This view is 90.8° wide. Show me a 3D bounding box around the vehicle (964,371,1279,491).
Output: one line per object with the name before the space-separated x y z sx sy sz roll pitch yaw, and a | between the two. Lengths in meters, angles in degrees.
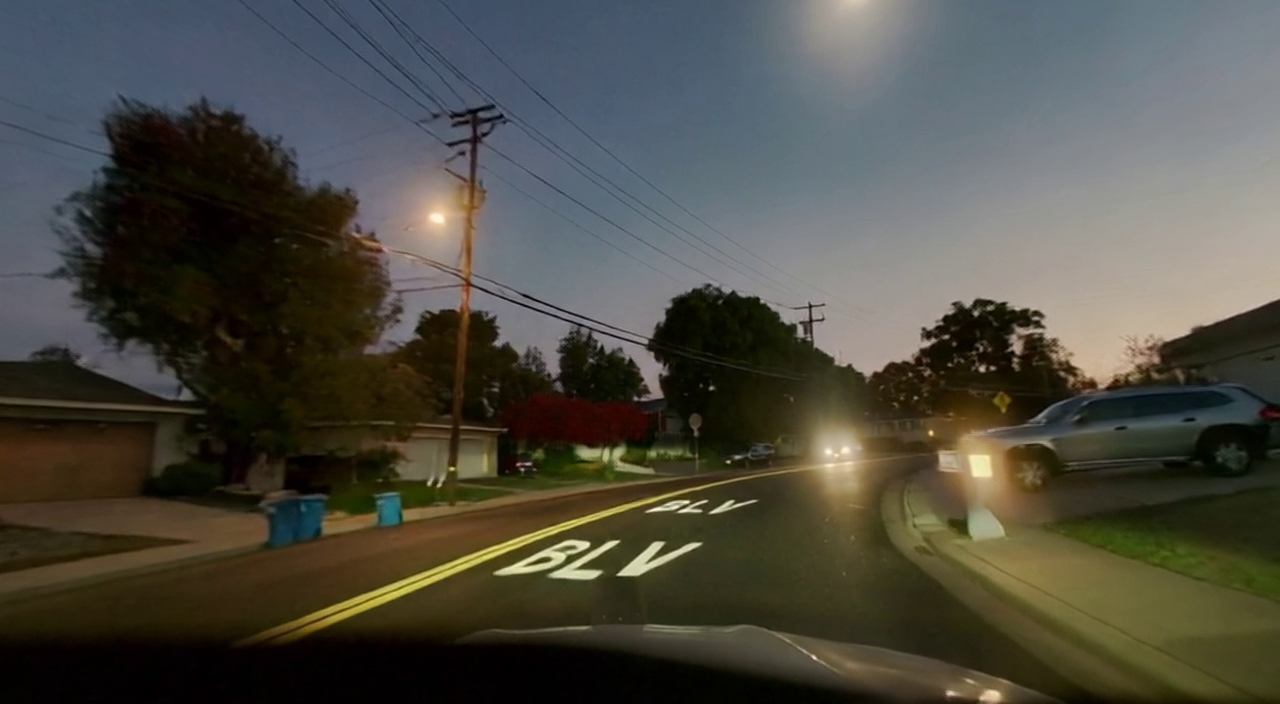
vehicle | 9.312 1.592 12.395 5.011 2.014 2.056 -4 -9 23

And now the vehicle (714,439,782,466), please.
vehicle | 7.540 7.051 44.566 2.155 1.802 4.758 5 -10 -30

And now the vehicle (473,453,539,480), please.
vehicle | -8.027 6.820 37.749 3.697 1.489 1.842 -7 -11 38

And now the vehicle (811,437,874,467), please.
vehicle | 13.525 6.722 42.058 2.056 1.726 4.463 -13 -17 42
